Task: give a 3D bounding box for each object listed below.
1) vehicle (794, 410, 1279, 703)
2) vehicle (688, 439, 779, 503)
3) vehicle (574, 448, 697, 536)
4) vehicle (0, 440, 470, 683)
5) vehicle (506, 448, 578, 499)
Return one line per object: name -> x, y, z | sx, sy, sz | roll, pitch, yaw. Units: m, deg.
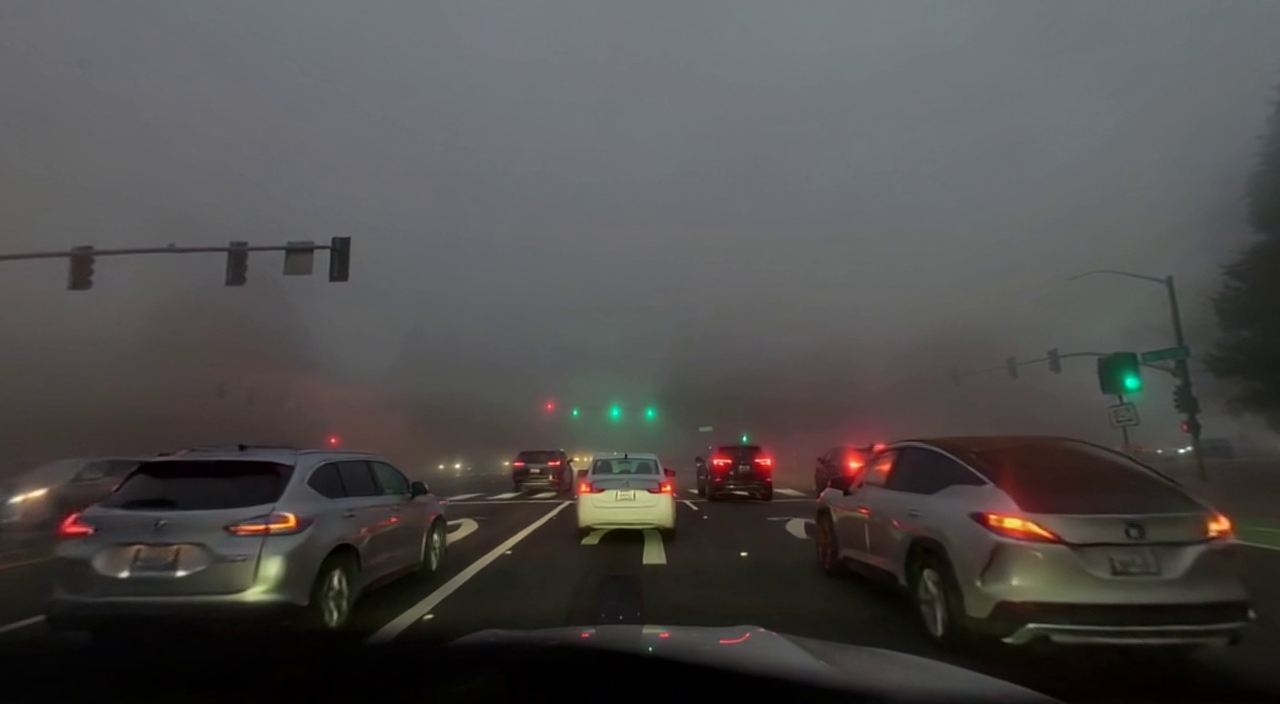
vehicle -> 3.054, 1.459, 5.703 | 1.996, 1.566, 4.917 | 0, -9, -1
vehicle -> 2.827, 3.732, 20.226 | 2.138, 1.778, 4.422 | 0, -9, -1
vehicle -> -0.111, 2.699, 12.826 | 2.098, 1.461, 3.958 | 0, -9, -1
vehicle -> -3.297, 1.630, 6.173 | 2.045, 1.463, 4.490 | 0, -9, 0
vehicle -> -3.523, 4.442, 23.531 | 2.033, 1.714, 4.278 | 0, -9, 0
